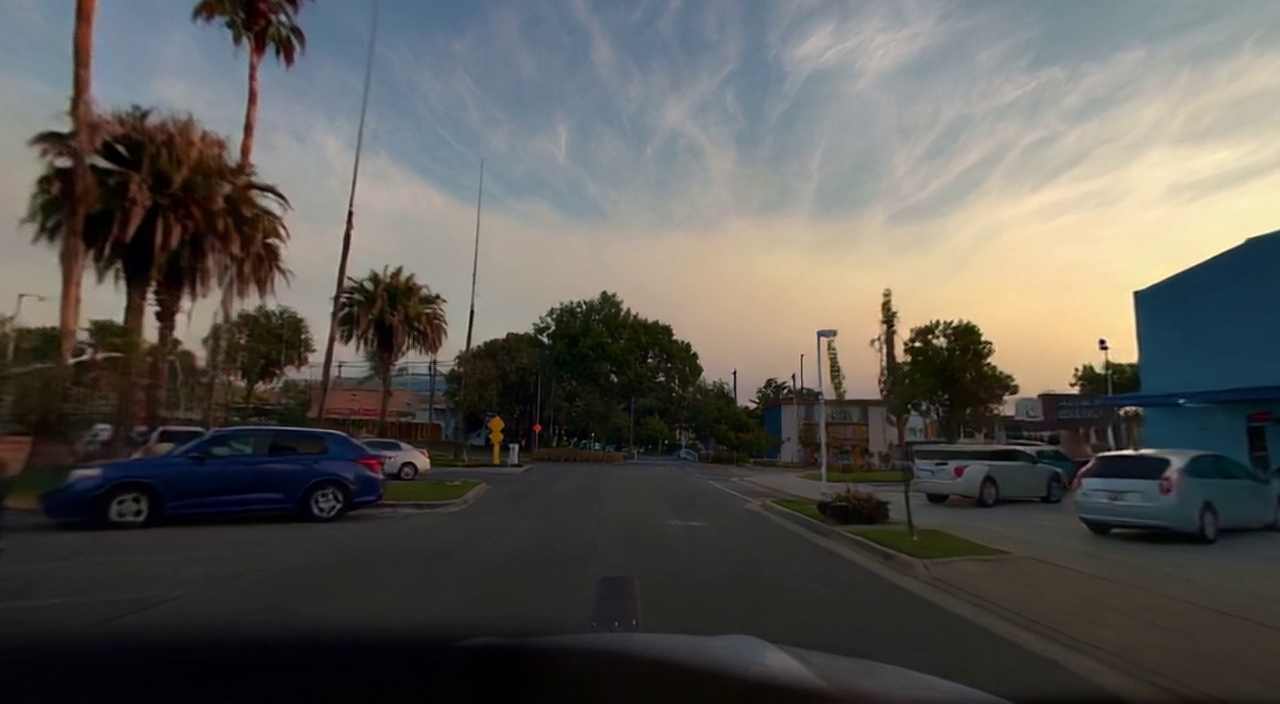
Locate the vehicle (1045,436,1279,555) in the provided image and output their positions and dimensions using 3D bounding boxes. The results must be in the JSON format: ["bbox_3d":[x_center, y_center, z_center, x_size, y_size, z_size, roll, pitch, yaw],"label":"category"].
[{"bbox_3d":[9.987,2.525,11.636,4.758,1.759,2.068,6,-11,-28],"label":"vehicle"}]

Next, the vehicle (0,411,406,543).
[{"bbox_3d":[-6.058,1.726,9.234,4.542,1.483,2.174,5,-10,-31],"label":"vehicle"}]

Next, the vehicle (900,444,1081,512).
[{"bbox_3d":[9.598,3.367,17.258,4.651,1.610,2.157,6,-11,-30],"label":"vehicle"}]
